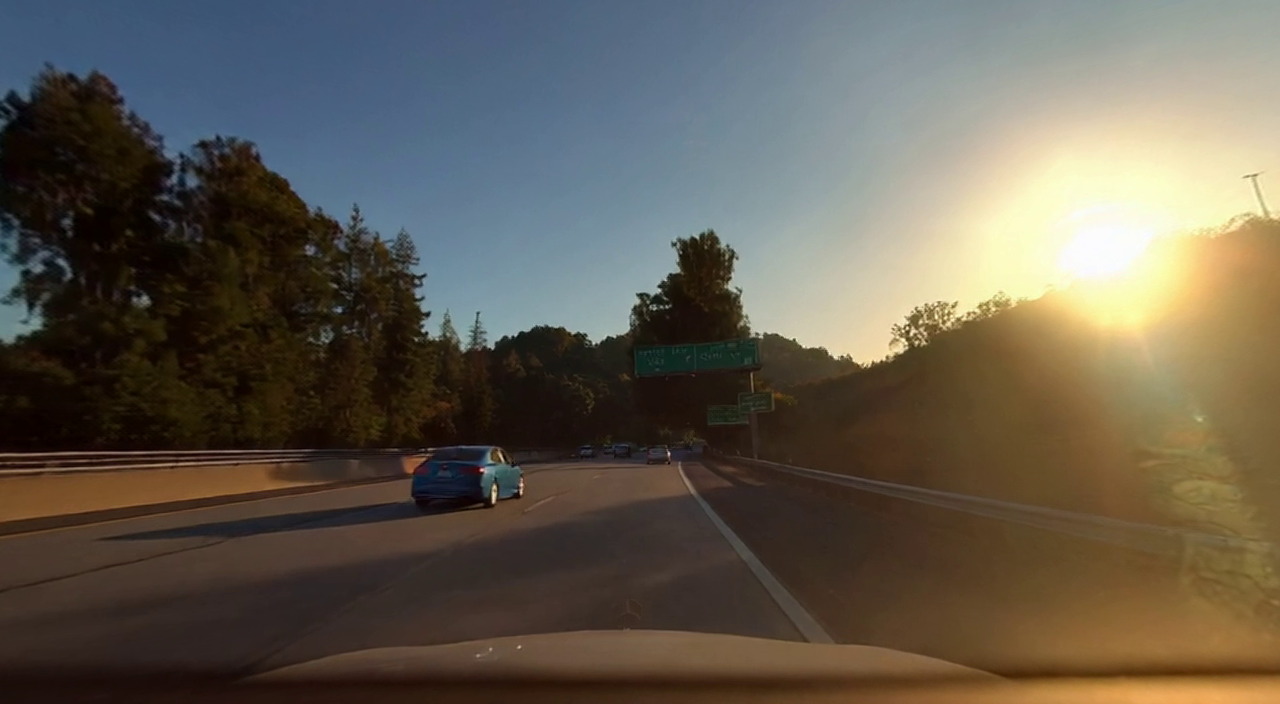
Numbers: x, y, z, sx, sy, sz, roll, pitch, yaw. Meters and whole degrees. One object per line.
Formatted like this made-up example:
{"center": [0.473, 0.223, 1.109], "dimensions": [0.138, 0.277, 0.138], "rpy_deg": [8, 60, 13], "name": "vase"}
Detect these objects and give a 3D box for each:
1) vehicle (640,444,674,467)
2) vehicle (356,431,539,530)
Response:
{"center": [1.171, 6.783, 41.539], "dimensions": [2.113, 1.464, 4.073], "rpy_deg": [0, -8, 3], "name": "vehicle"}
{"center": [-3.371, 2.341, 12.141], "dimensions": [2.024, 1.531, 4.431], "rpy_deg": [0, -8, 1], "name": "vehicle"}
